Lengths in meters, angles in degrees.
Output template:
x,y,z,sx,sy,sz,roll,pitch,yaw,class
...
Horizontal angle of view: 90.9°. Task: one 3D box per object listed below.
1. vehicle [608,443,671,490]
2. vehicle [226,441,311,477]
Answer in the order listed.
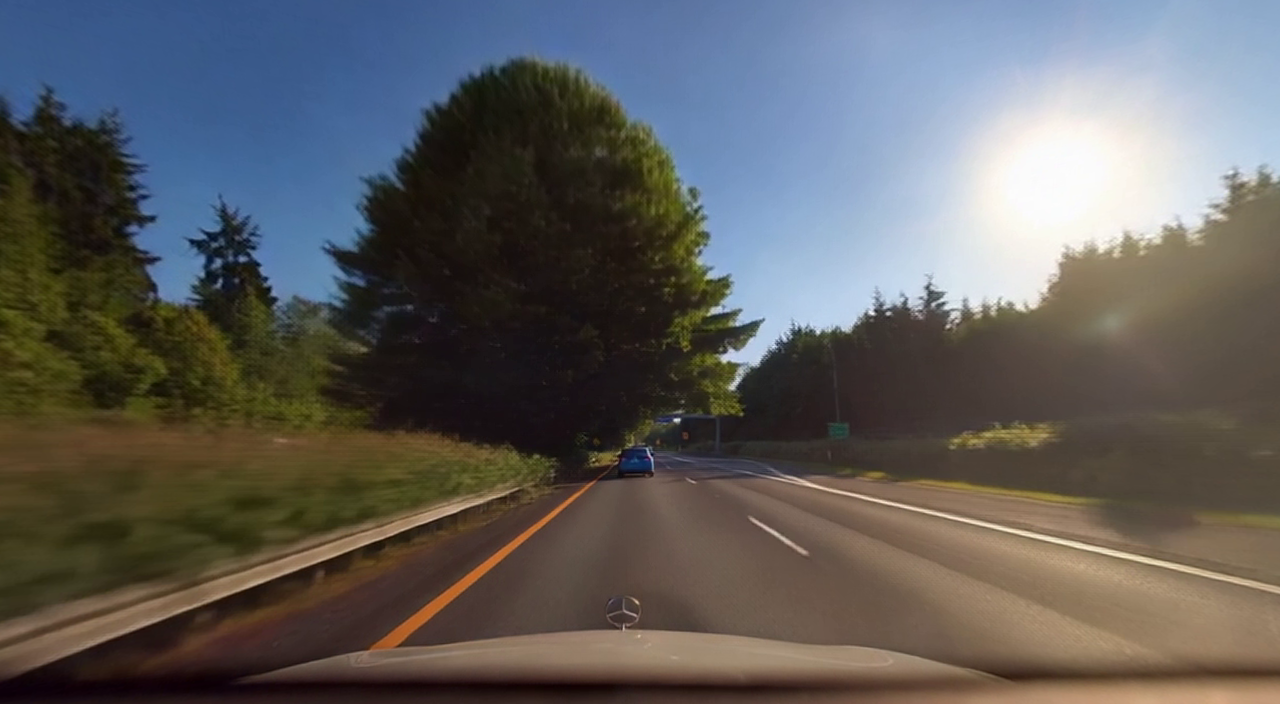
x,y,z,sx,sy,sz,roll,pitch,yaw,class
-0.020,4.066,22.655,2.069,1.523,4.012,0,-9,0,vehicle
-18.196,5.253,31.104,1.995,1.617,3.888,1,-9,-4,vehicle
